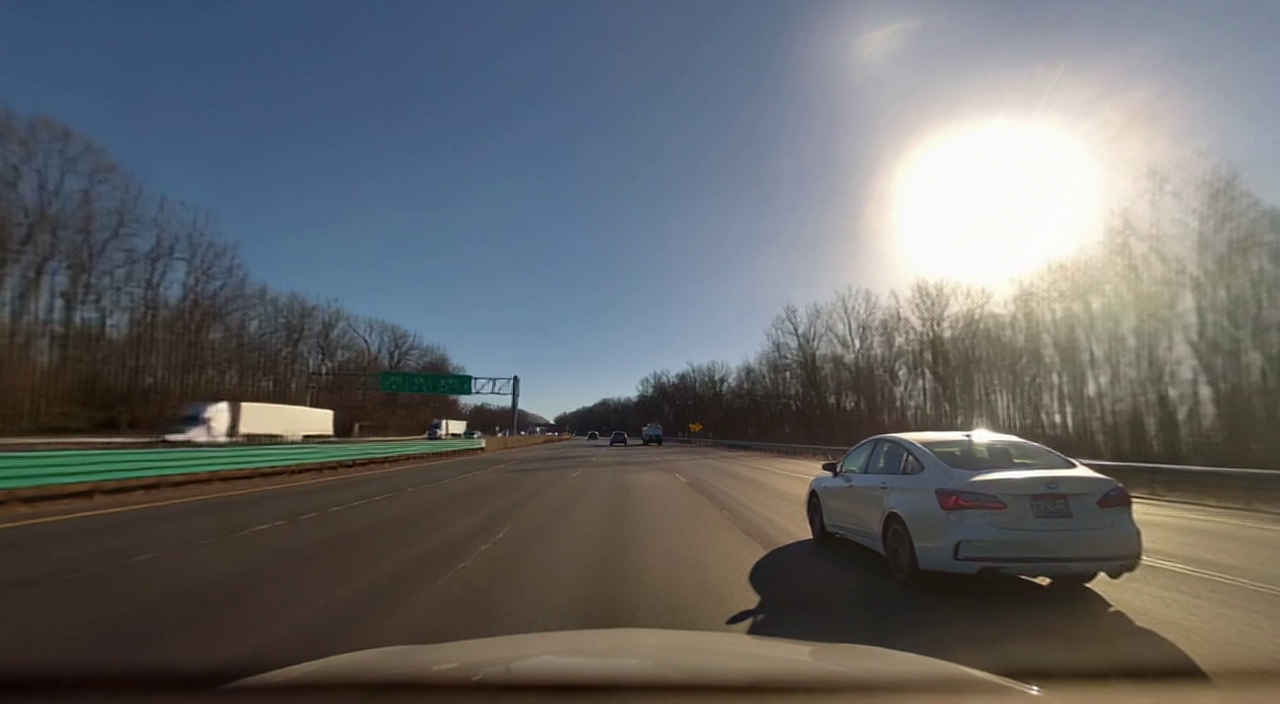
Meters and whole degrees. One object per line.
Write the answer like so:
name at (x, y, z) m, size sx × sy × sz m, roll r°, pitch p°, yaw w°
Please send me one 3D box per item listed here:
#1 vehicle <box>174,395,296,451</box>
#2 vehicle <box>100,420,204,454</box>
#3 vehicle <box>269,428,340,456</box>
vehicle at (-30.909, 5.627, 48.754) m, size 2.986 × 3.891 × 10.108 m, roll 0°, pitch -8°, yaw -2°
vehicle at (-25.923, 4.561, 33.641) m, size 1.904 × 1.680 × 4.621 m, roll 0°, pitch -8°, yaw -1°
vehicle at (-18.548, 4.993, 34.964) m, size 1.785 × 1.452 × 4.015 m, roll 0°, pitch -8°, yaw -1°
